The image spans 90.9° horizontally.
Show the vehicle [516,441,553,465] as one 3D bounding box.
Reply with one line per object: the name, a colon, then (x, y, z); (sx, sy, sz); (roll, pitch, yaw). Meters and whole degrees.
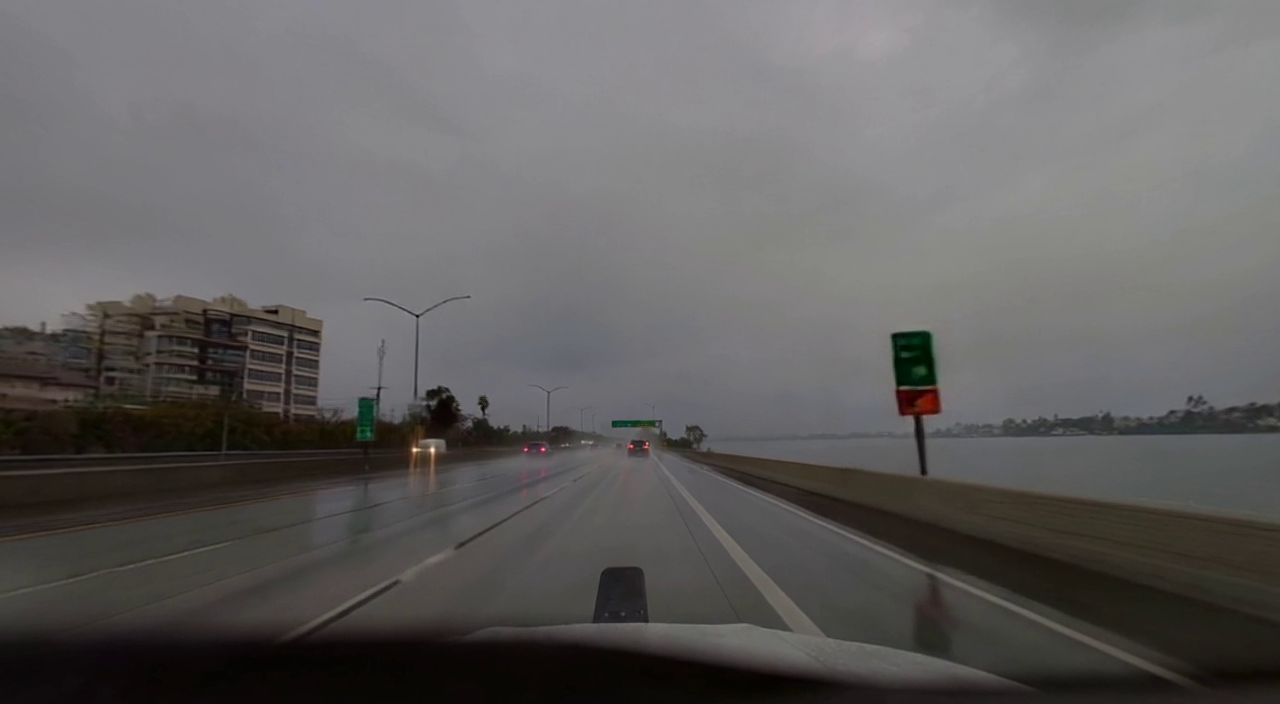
vehicle: (-7.491, 7.197, 45.124); (1.946, 1.590, 4.042); (0, -8, 1)
